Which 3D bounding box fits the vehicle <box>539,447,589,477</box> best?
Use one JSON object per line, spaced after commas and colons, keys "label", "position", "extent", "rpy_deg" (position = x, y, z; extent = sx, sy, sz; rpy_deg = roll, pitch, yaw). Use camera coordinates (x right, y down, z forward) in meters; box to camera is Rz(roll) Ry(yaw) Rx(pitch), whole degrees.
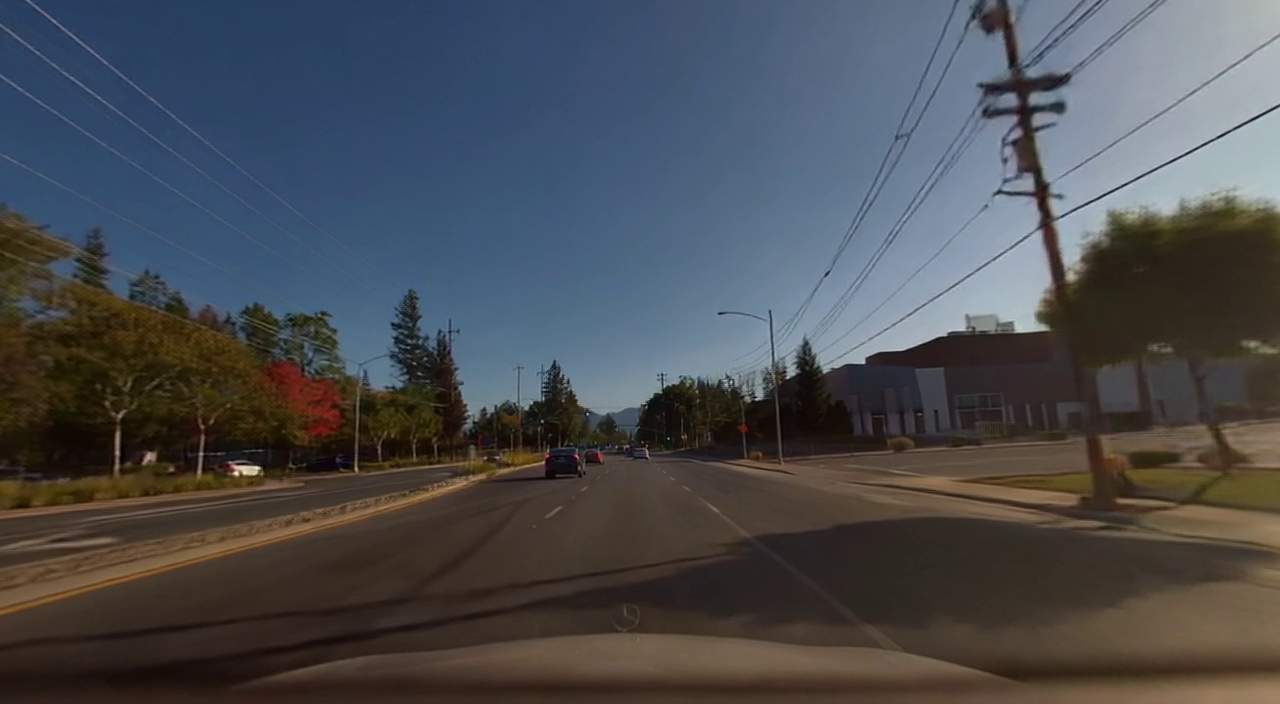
{"label": "vehicle", "position": [-3.853, 5.668, 32.630], "extent": [2.076, 1.444, 4.328], "rpy_deg": [0, -9, -1]}
